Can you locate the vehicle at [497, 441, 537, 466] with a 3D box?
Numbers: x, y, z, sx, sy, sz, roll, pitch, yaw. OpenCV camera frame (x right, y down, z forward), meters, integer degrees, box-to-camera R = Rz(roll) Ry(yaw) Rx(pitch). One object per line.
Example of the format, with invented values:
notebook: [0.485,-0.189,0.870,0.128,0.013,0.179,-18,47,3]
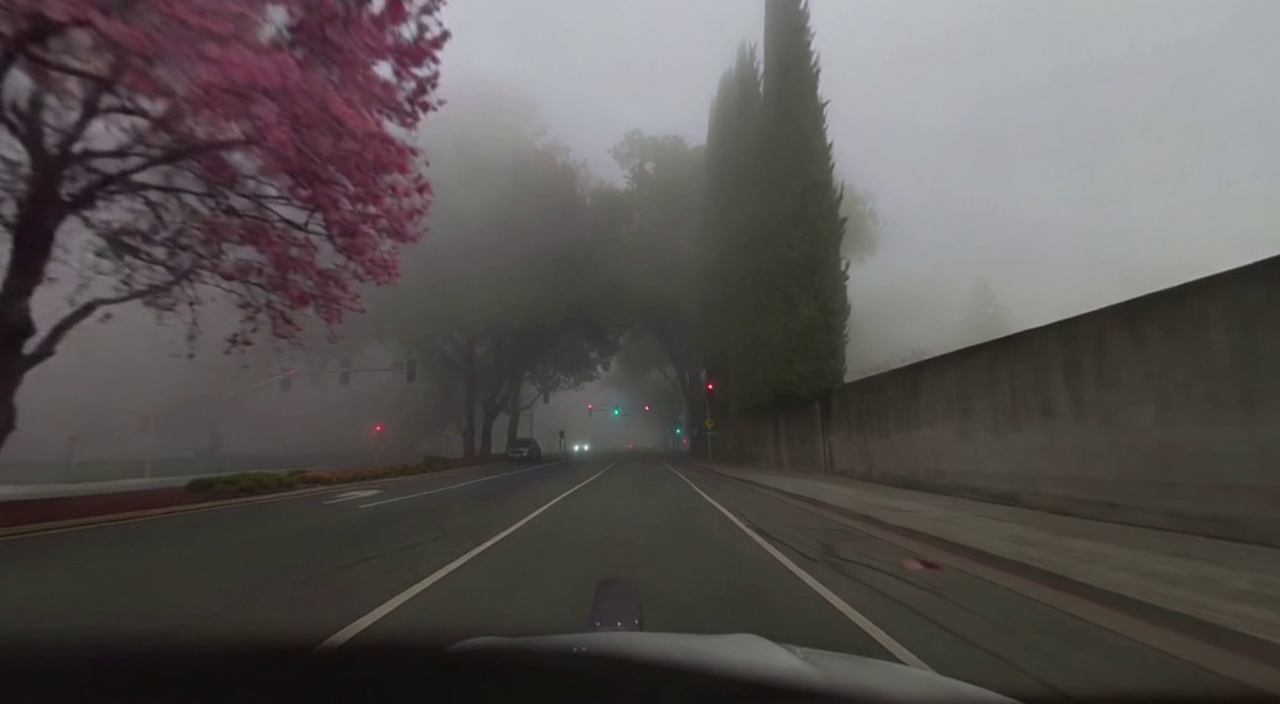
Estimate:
vehicle: [-7.897,6.585,40.738,1.783,1.501,4.307,0,-9,-1]
